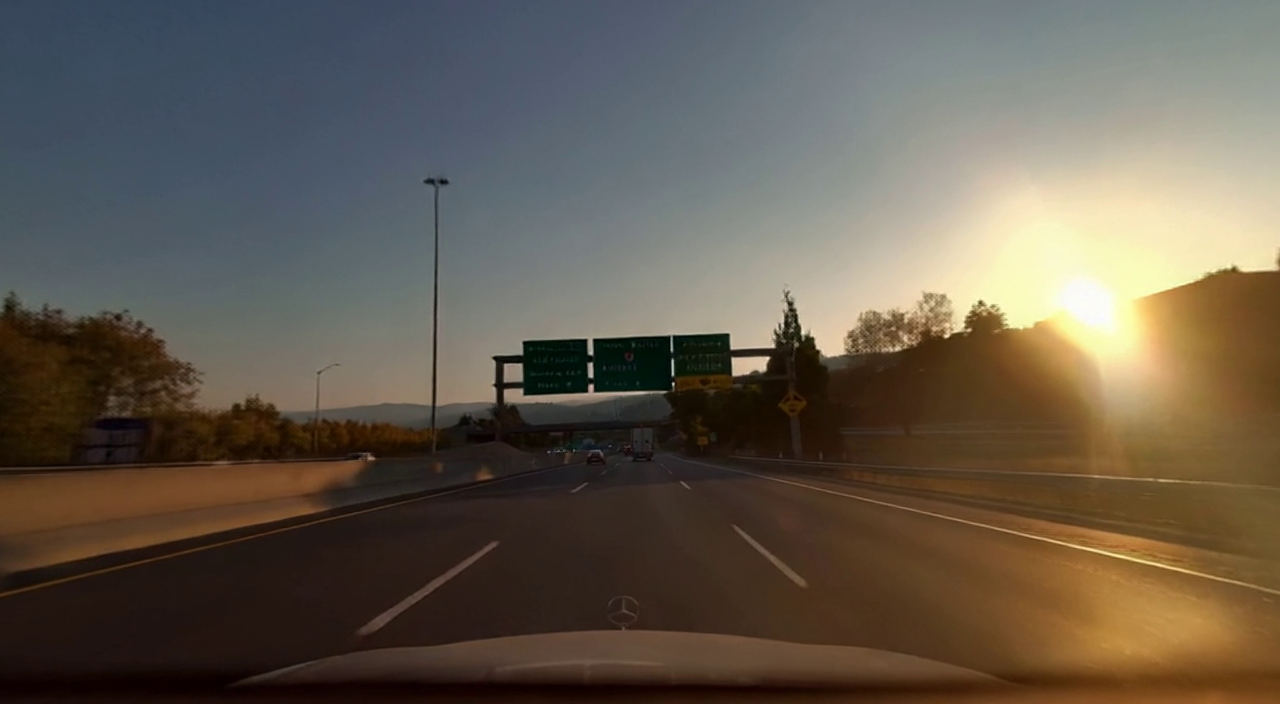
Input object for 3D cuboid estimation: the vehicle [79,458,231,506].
[{"bbox_3d":[-17.019,4.546,22.483,1.838,1.473,4.371,0,-9,1],"label":"vehicle"}]
